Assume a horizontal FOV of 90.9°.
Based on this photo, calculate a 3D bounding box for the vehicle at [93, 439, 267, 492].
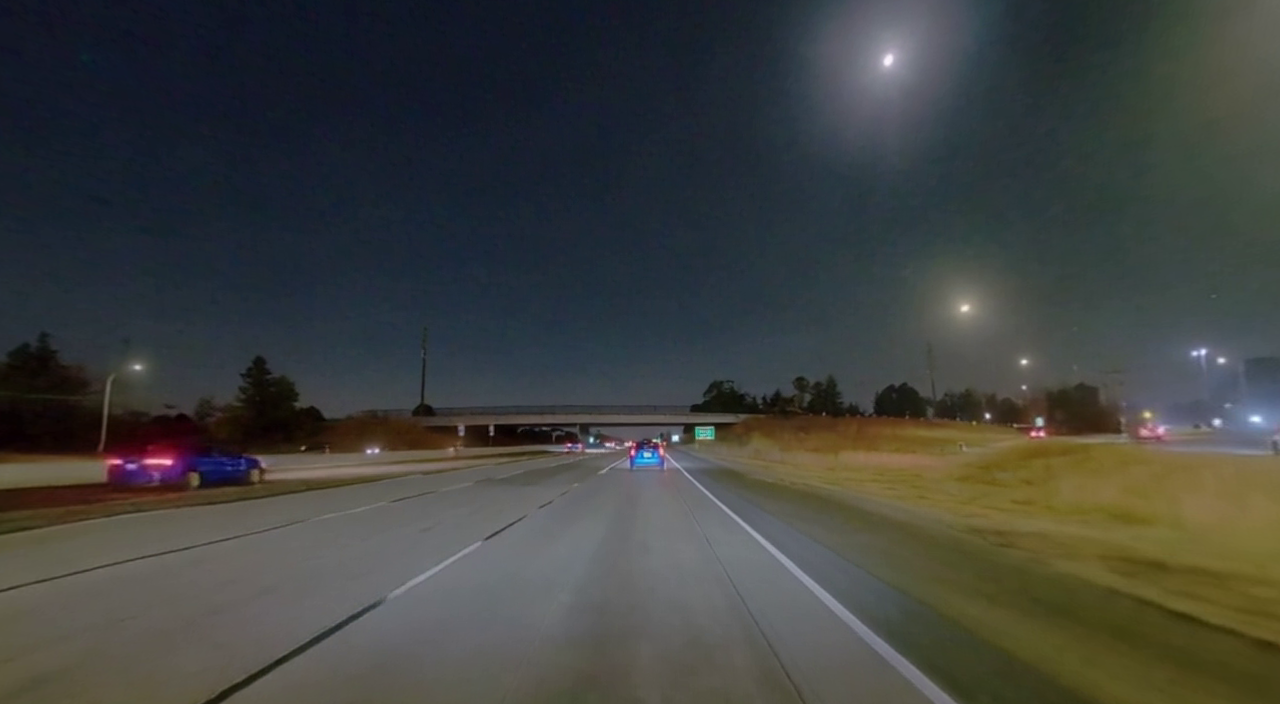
[{"bbox_3d":[-14.764,3.642,20.694,1.960,1.505,4.854,0,-8,2],"label":"vehicle"}]

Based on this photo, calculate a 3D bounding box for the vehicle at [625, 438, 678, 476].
[{"bbox_3d":[0.467,4.512,27.396,2.145,1.493,4.146,0,-8,0],"label":"vehicle"}]
